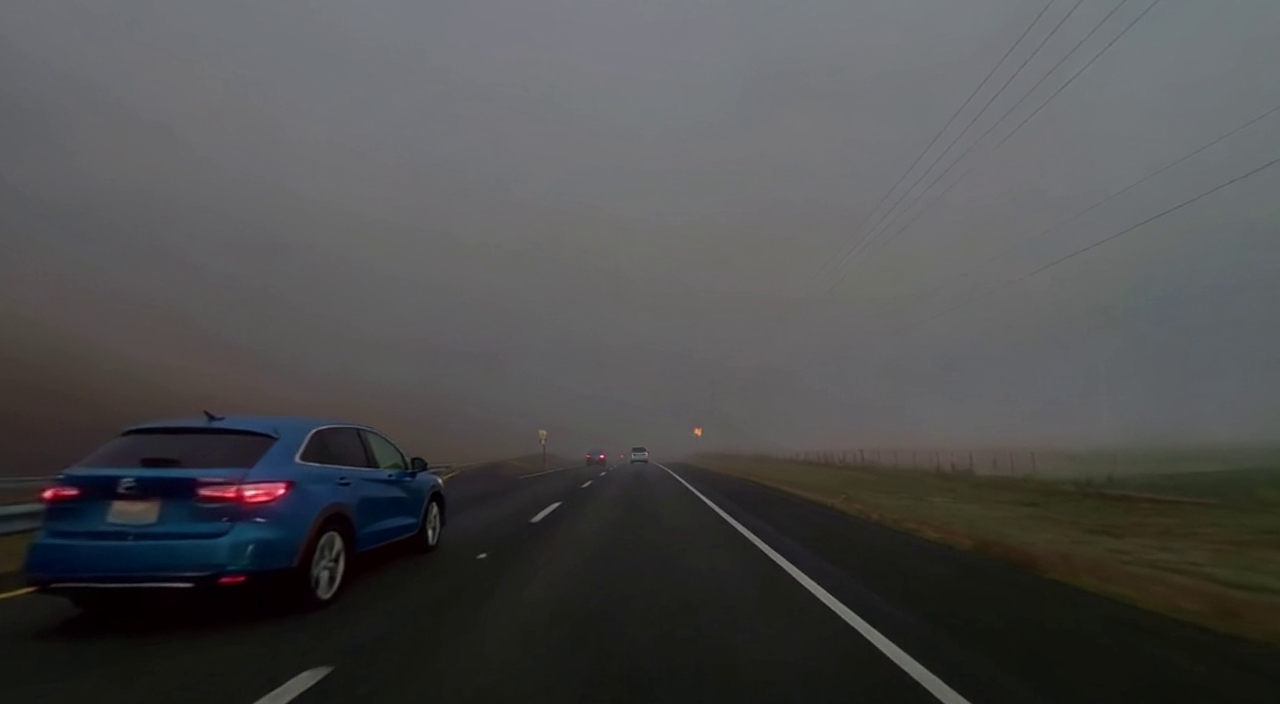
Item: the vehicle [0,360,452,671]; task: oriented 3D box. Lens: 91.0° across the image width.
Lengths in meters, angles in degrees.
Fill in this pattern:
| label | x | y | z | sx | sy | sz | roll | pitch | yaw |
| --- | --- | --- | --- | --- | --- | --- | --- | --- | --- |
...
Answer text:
| label | x | y | z | sx | sy | sz | roll | pitch | yaw |
| --- | --- | --- | --- | --- | --- | --- | --- | --- | --- |
| vehicle | -3.637 | 1.337 | 6.254 | 2.173 | 1.863 | 4.786 | 0 | -9 | -2 |
